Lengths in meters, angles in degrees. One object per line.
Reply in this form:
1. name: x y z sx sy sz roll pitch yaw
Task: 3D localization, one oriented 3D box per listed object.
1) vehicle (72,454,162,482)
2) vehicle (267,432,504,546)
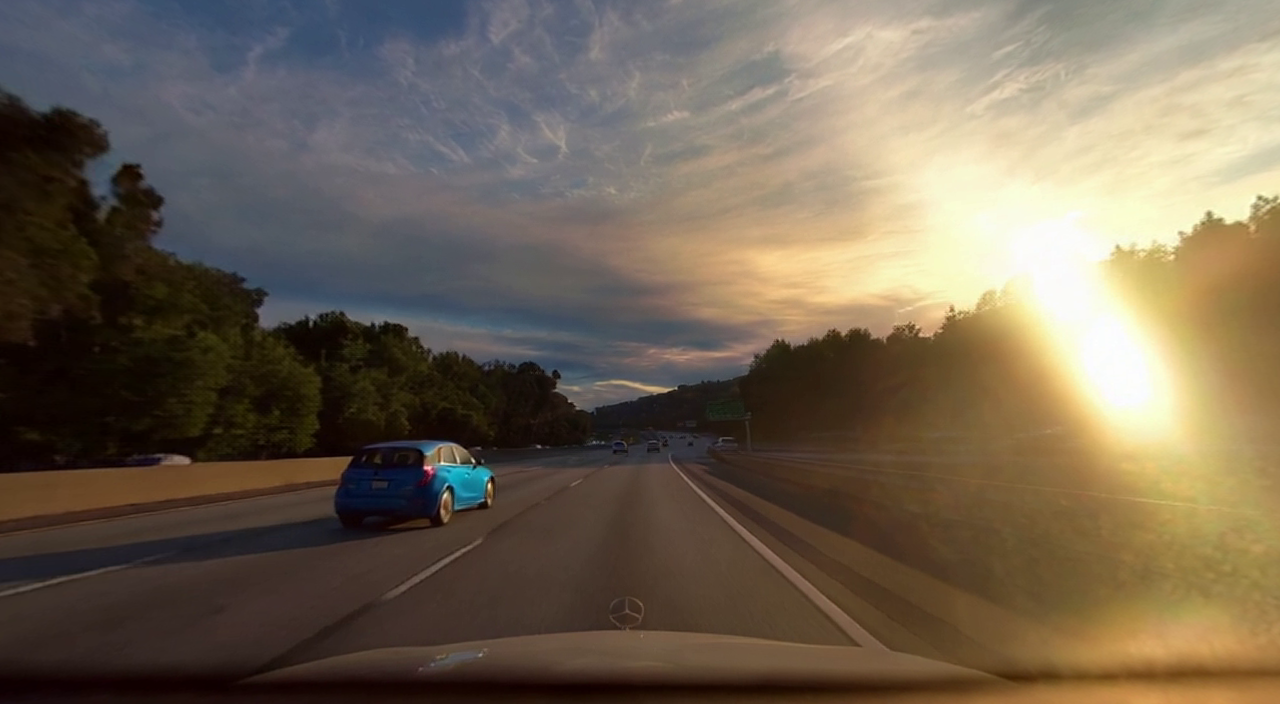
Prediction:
1. vehicle: -34.470 7.617 41.660 1.832 1.687 4.502 -1 -9 6
2. vehicle: -3.821 2.136 10.519 1.996 1.454 4.495 -1 -9 1
